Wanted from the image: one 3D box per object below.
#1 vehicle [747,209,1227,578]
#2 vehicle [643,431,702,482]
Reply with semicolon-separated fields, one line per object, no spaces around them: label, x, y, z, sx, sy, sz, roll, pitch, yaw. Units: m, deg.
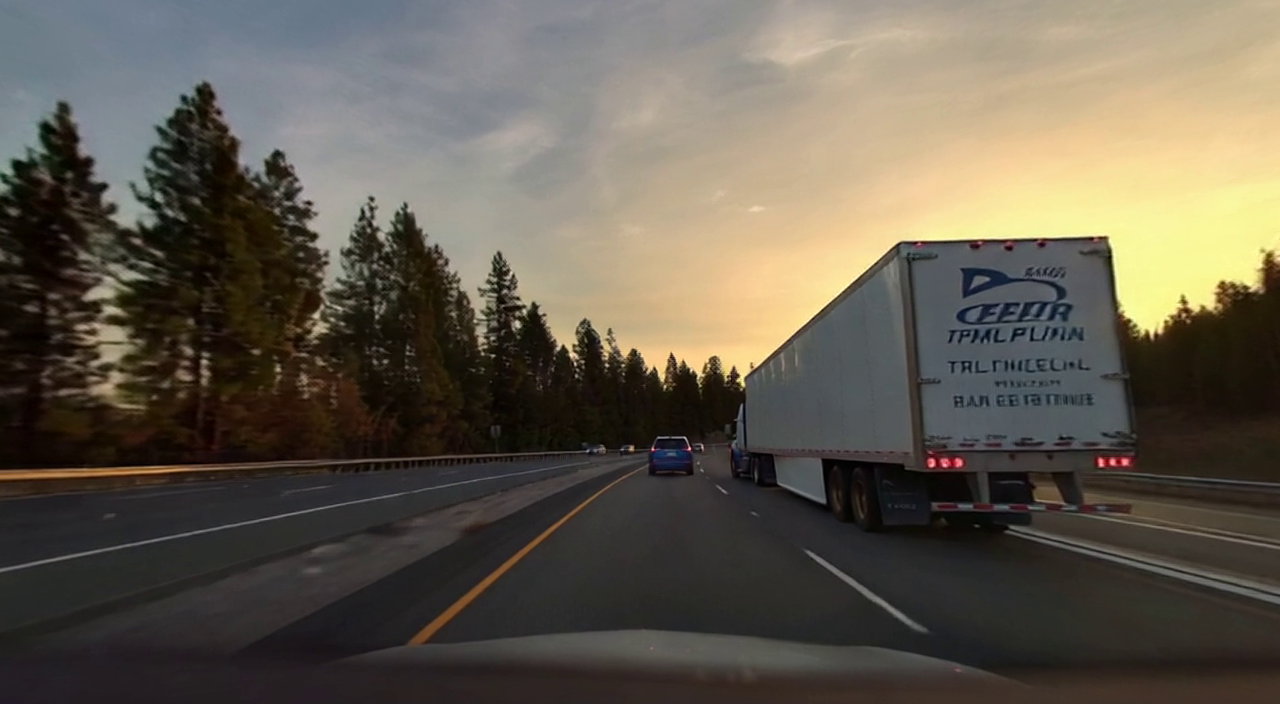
vehicle;5.206;1.575;15.365;2.899;4.160;16.621;0;-8;2
vehicle;1.323;4.254;25.998;2.222;1.848;4.610;0;-8;3
